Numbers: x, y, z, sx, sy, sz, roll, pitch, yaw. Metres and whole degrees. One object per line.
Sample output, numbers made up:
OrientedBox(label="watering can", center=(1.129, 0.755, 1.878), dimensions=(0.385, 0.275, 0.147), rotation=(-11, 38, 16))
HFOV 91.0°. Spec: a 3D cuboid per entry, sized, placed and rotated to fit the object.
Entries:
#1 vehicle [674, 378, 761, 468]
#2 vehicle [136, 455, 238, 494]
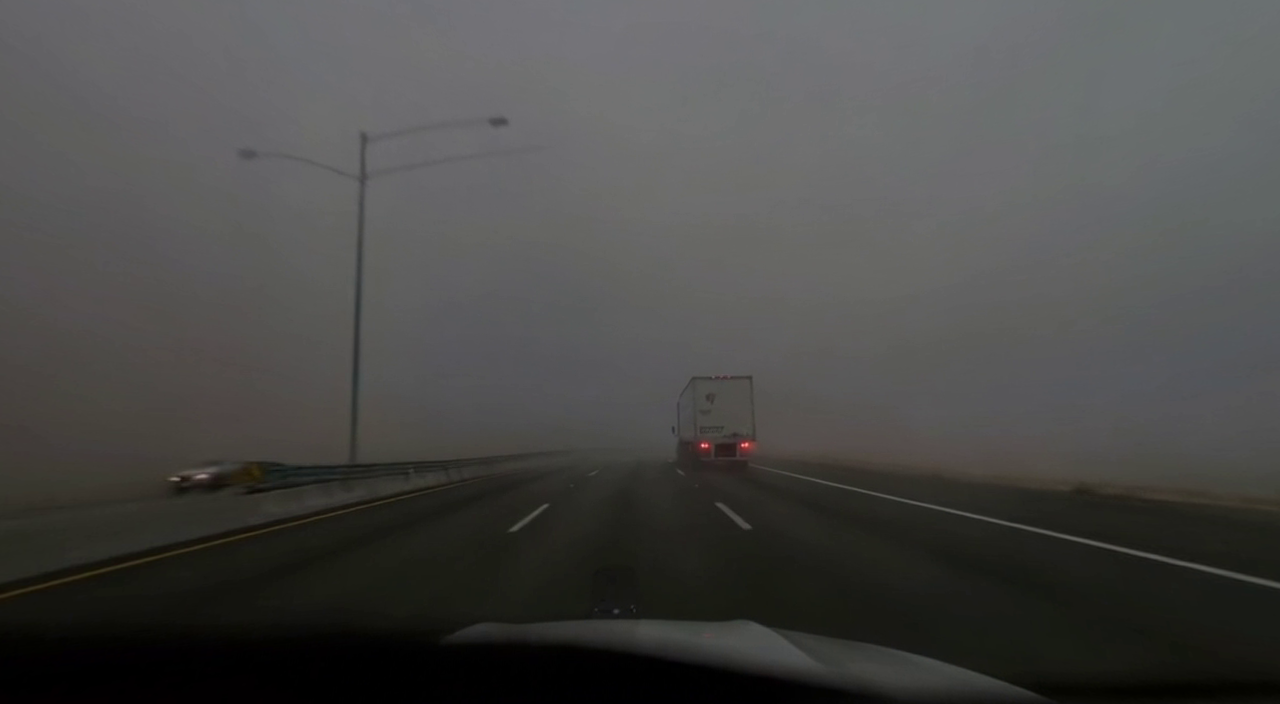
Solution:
OrientedBox(label="vehicle", center=(3.917, 4.236, 35.996), dimensions=(2.960, 4.099, 14.097), rotation=(0, -8, -1))
OrientedBox(label="vehicle", center=(-19.319, 5.202, 27.015), dimensions=(1.688, 1.419, 3.582), rotation=(0, -8, 0))
